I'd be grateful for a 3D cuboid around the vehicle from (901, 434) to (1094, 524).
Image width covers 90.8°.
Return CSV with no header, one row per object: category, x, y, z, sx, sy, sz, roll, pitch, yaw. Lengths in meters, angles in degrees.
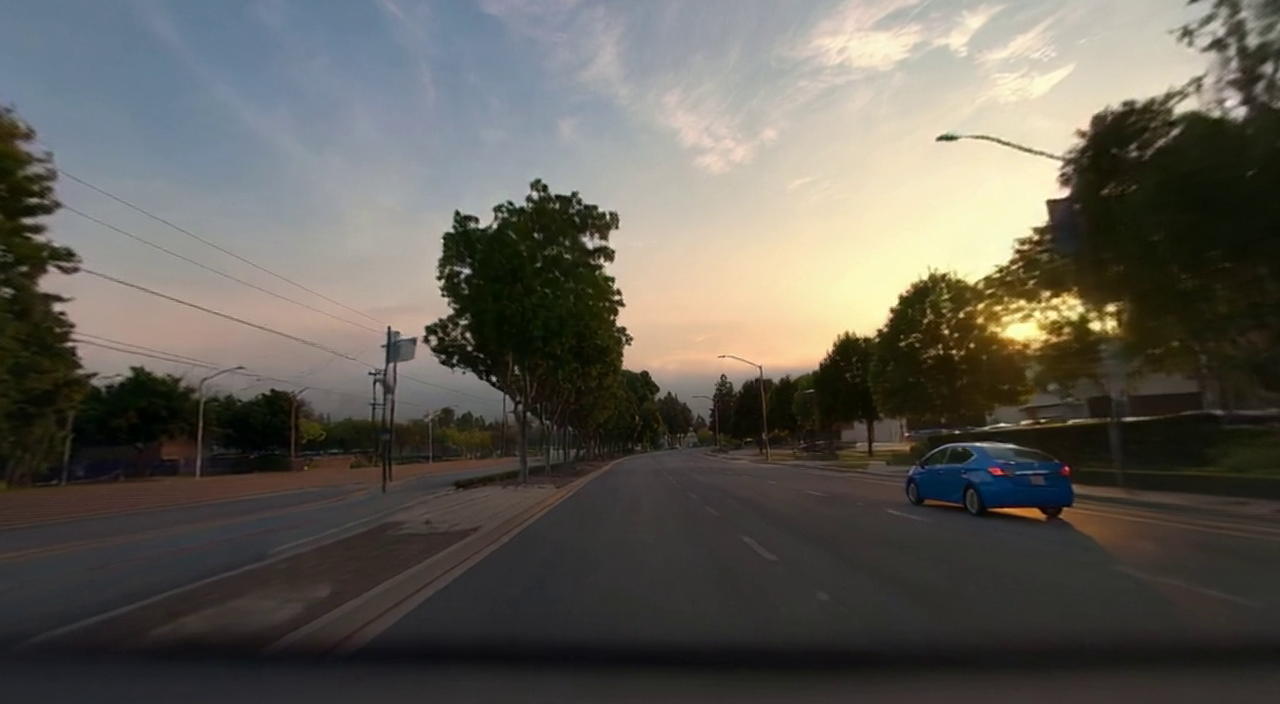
vehicle,6.917,2.451,12.707,1.797,1.518,3.433,0,-8,-1
